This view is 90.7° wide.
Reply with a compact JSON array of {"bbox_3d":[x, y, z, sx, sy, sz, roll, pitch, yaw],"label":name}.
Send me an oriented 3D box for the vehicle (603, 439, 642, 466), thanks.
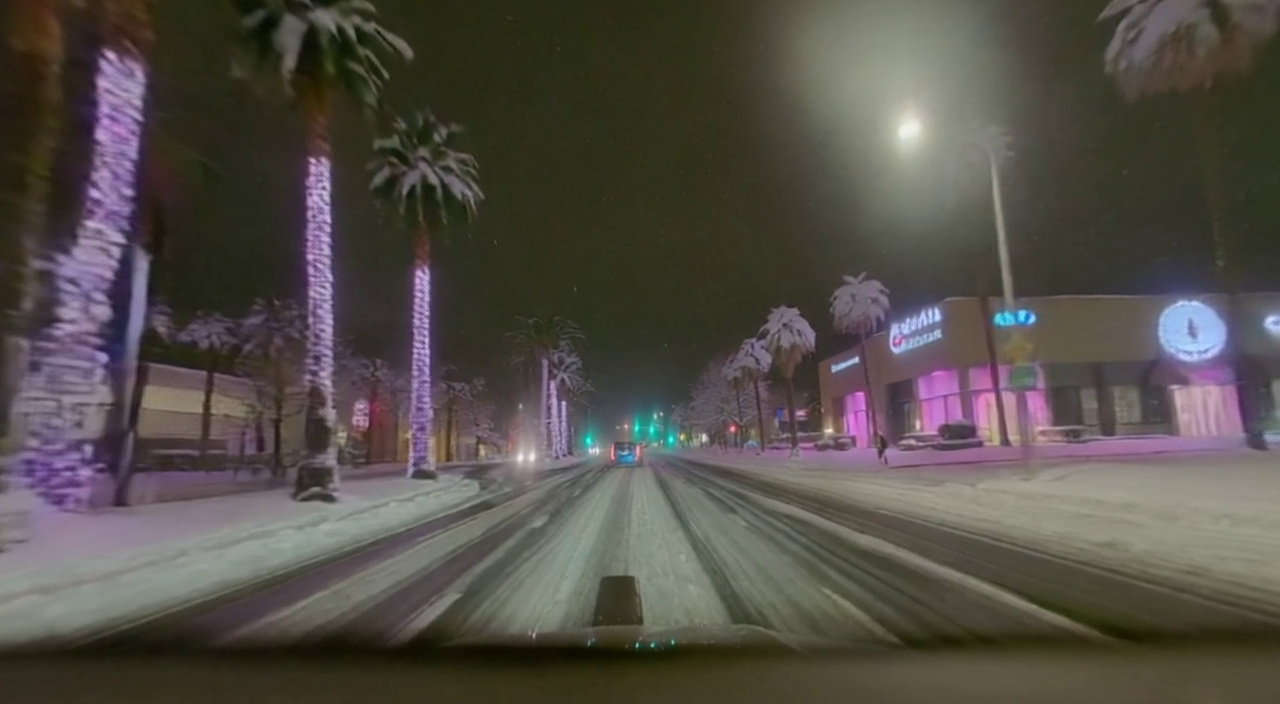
[{"bbox_3d":[-1.061,6.367,40.194,2.160,1.615,4.117,-1,-8,3],"label":"vehicle"}]
